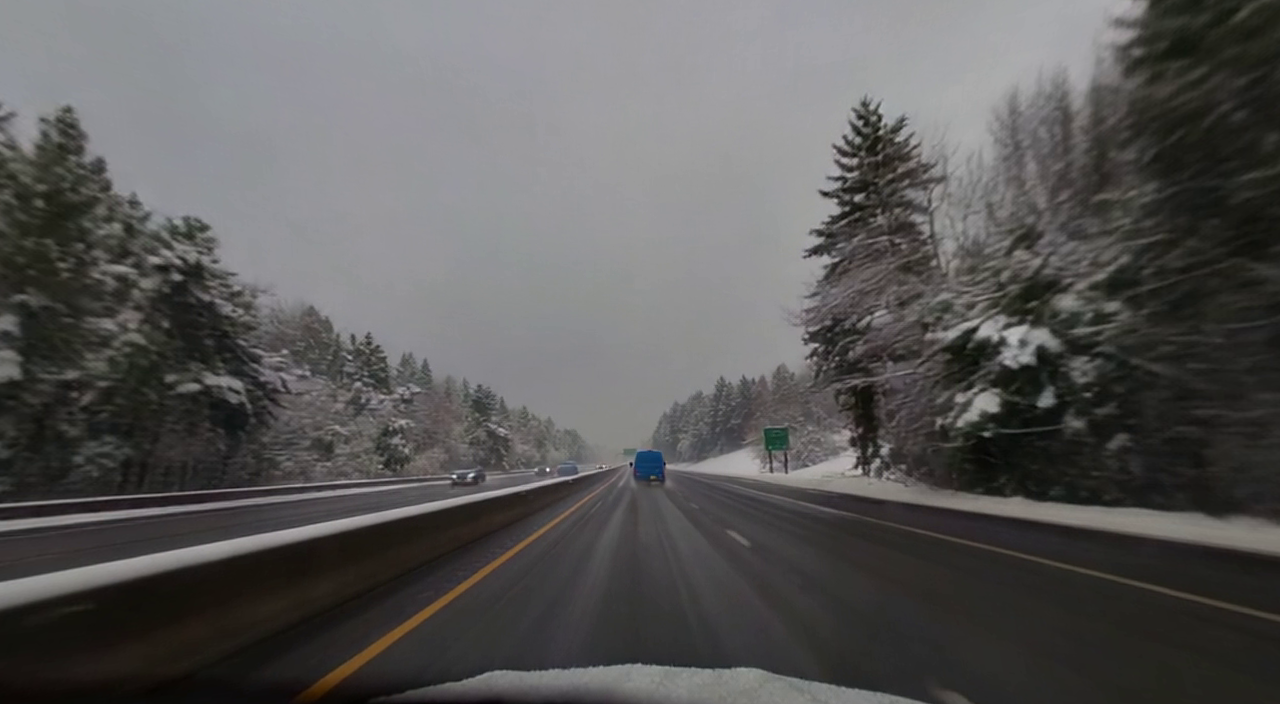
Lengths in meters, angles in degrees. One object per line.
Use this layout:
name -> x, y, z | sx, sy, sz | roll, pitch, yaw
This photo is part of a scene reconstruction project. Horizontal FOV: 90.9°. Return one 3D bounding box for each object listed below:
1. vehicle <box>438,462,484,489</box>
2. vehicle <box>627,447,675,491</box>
vehicle -> -12.950, 8.966, 45.780 | 2.101, 1.841, 4.167 | 1, -11, -1
vehicle -> 0.522, 6.381, 34.393 | 2.429, 2.167, 4.558 | 1, -11, -2
